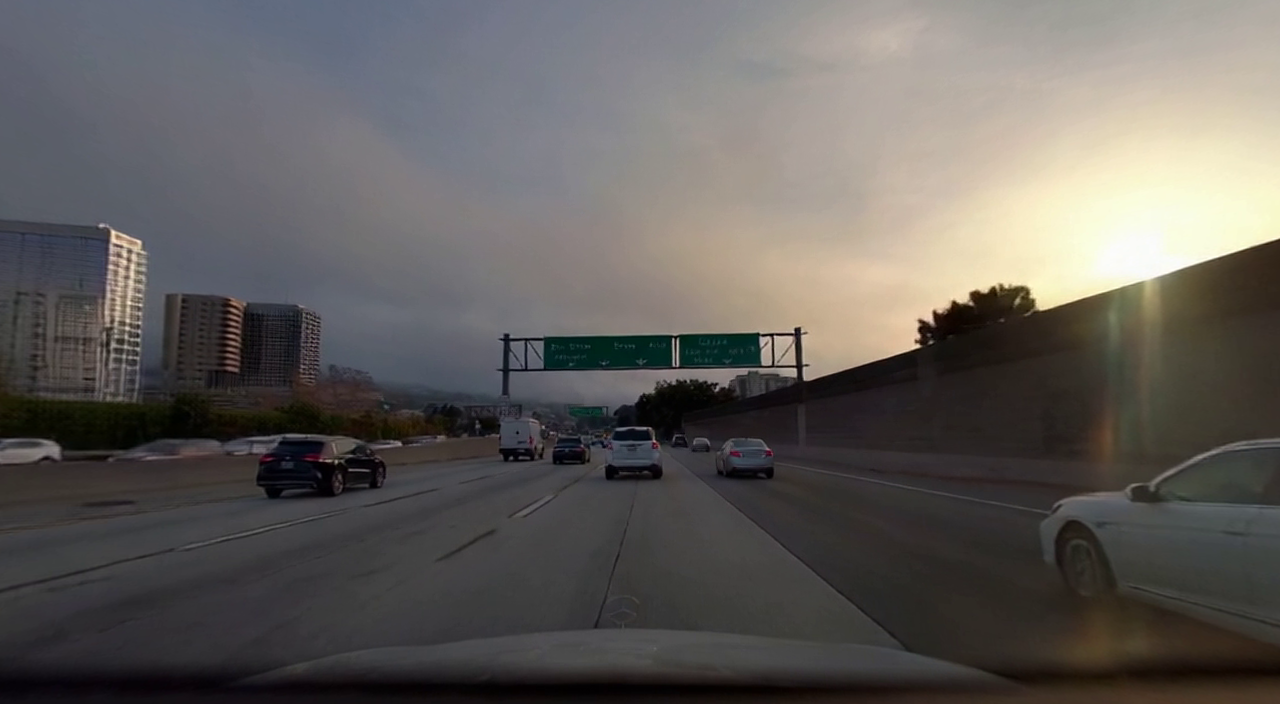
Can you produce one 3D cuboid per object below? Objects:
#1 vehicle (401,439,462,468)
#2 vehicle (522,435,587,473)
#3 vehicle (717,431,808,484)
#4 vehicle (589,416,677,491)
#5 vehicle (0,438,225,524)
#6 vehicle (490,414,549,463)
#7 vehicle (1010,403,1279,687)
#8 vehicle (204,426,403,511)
[{"bbox_3d":[-11.286,5.515,34.436,1.923,1.480,3.905,0,-8,1],"label":"vehicle"},{"bbox_3d":[-3.610,4.412,27.536,2.079,1.499,4.512,0,-8,2],"label":"vehicle"},{"bbox_3d":[3.763,3.316,20.234,1.942,1.487,4.518,0,-8,-1],"label":"vehicle"},{"bbox_3d":[-0.167,2.868,18.172,2.209,1.863,4.626,0,-8,0],"label":"vehicle"},{"bbox_3d":[-11.113,2.506,12.996,1.970,1.441,4.555,0,-8,1],"label":"vehicle"},{"bbox_3d":[-7.509,5.514,40.119,2.358,2.817,7.055,0,-8,0],"label":"vehicle"},{"bbox_3d":[4.328,1.020,3.337,1.915,1.482,4.537,0,-8,-1],"label":"vehicle"},{"bbox_3d":[-7.337,2.562,14.432,2.021,1.632,4.417,0,-8,1],"label":"vehicle"}]
